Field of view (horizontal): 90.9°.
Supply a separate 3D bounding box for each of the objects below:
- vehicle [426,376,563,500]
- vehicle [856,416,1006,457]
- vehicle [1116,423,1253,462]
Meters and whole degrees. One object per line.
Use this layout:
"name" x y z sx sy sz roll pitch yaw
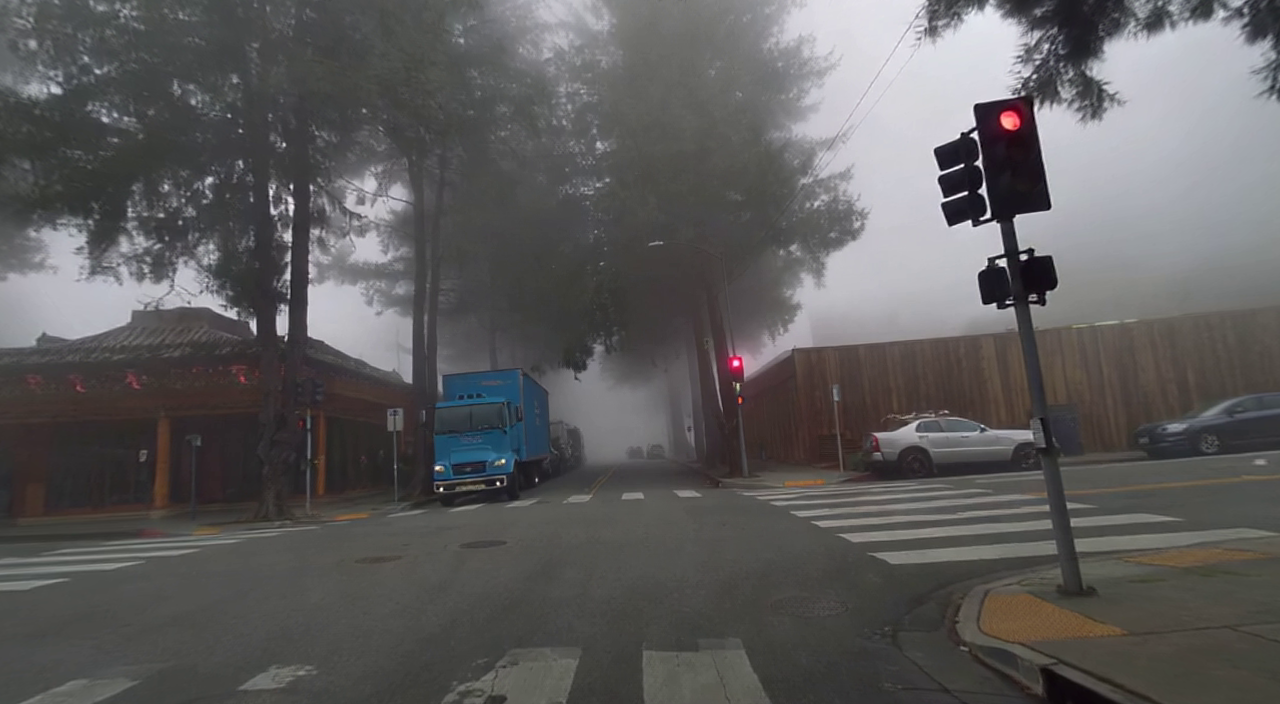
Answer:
"vehicle" -5.751 3.730 27.165 3.113 4.041 10.284 -6 -8 0
"vehicle" 10.680 3.141 23.425 4.643 1.456 1.820 -1 -8 5
"vehicle" 24.939 4.173 29.022 4.268 1.695 2.053 0 -8 3
